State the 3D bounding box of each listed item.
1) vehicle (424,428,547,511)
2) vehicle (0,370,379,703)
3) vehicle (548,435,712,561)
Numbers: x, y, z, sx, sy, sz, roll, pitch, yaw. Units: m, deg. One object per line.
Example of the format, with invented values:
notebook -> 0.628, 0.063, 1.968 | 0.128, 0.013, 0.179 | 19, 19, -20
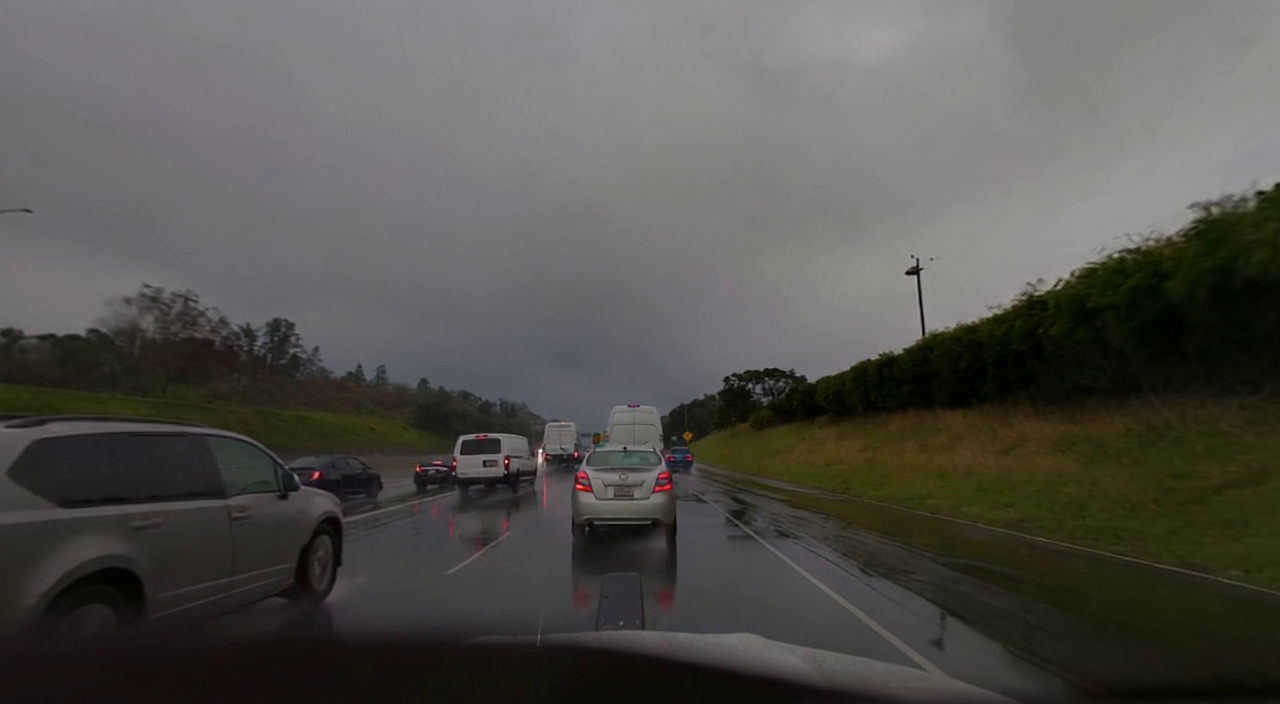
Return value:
vehicle -> -3.964, 3.108, 17.139 | 2.055, 1.913, 4.584 | -1, -9, 2
vehicle -> -3.650, 1.148, 4.066 | 2.029, 1.656, 4.437 | 0, -9, 0
vehicle -> -0.129, 2.047, 9.441 | 1.995, 1.495, 3.380 | 0, -9, 0
